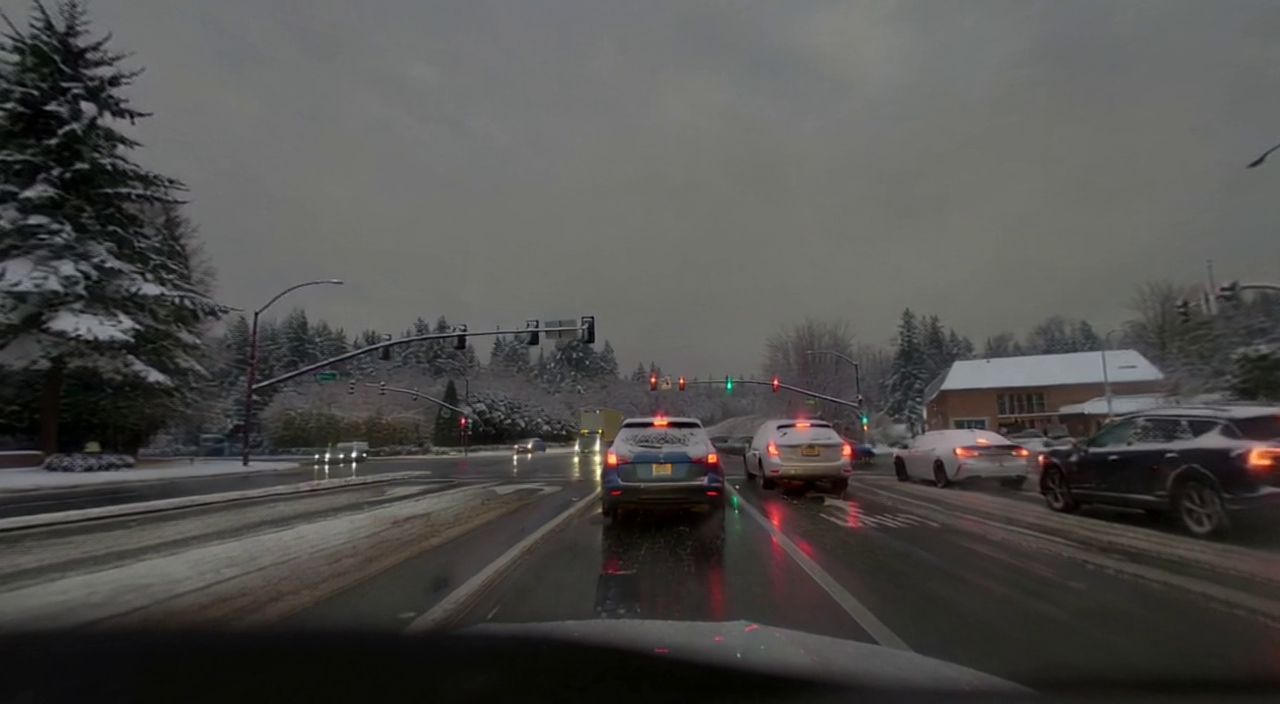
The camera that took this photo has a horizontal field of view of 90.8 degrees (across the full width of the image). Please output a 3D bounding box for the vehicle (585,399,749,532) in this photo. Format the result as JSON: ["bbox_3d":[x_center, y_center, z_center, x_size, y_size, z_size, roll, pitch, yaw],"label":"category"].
[{"bbox_3d":[0.368,1.859,10.743,2.211,1.795,4.179,0,-9,0],"label":"vehicle"}]

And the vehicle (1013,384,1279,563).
[{"bbox_3d":[7.428,1.533,8.580,2.074,1.791,4.393,0,-9,1],"label":"vehicle"}]

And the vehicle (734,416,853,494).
[{"bbox_3d":[3.920,2.748,17.070,2.188,1.774,4.646,-1,-9,2],"label":"vehicle"}]

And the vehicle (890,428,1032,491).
[{"bbox_3d":[8.451,2.874,17.130,1.862,1.471,4.297,-1,-9,4],"label":"vehicle"}]
